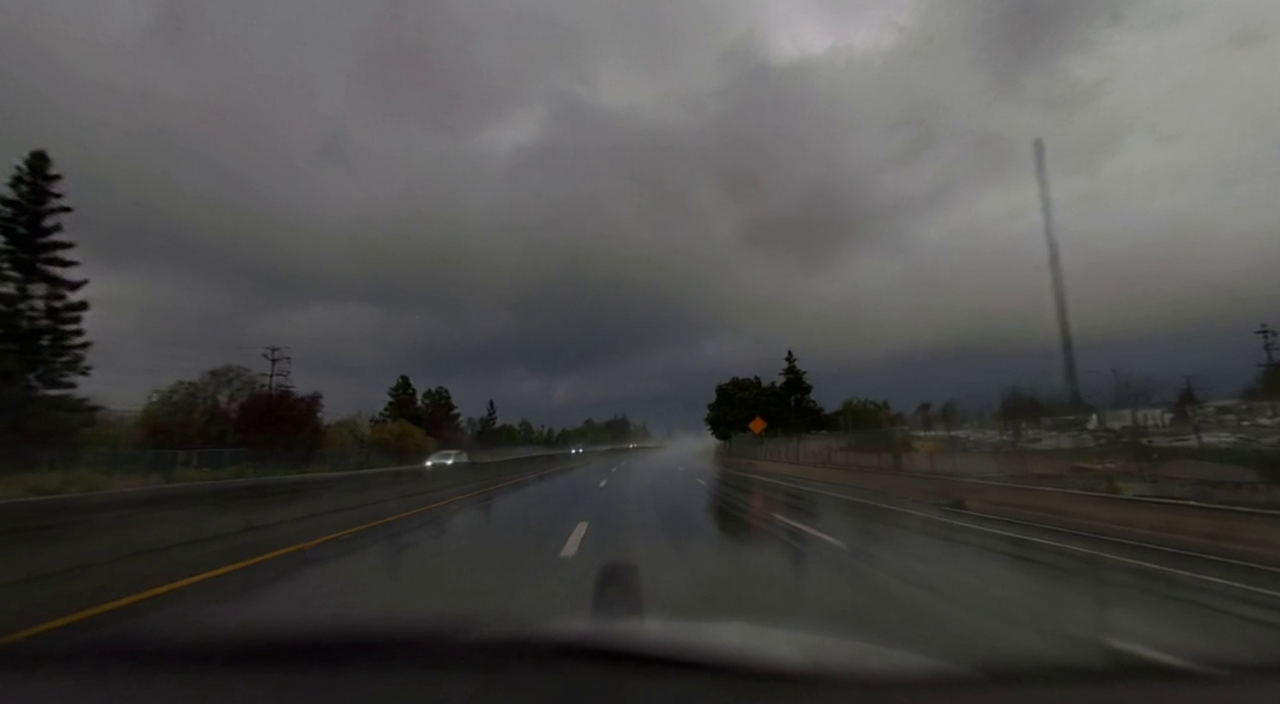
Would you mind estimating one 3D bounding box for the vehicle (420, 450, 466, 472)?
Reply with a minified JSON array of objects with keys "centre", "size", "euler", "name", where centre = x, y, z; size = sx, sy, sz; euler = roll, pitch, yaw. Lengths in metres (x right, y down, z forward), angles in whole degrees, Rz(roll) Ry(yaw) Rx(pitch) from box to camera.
[{"centre":[-14.638,8.098,46.956],"size":[1.950,1.472,4.638],"euler":[-1,-9,1],"name":"vehicle"}]
